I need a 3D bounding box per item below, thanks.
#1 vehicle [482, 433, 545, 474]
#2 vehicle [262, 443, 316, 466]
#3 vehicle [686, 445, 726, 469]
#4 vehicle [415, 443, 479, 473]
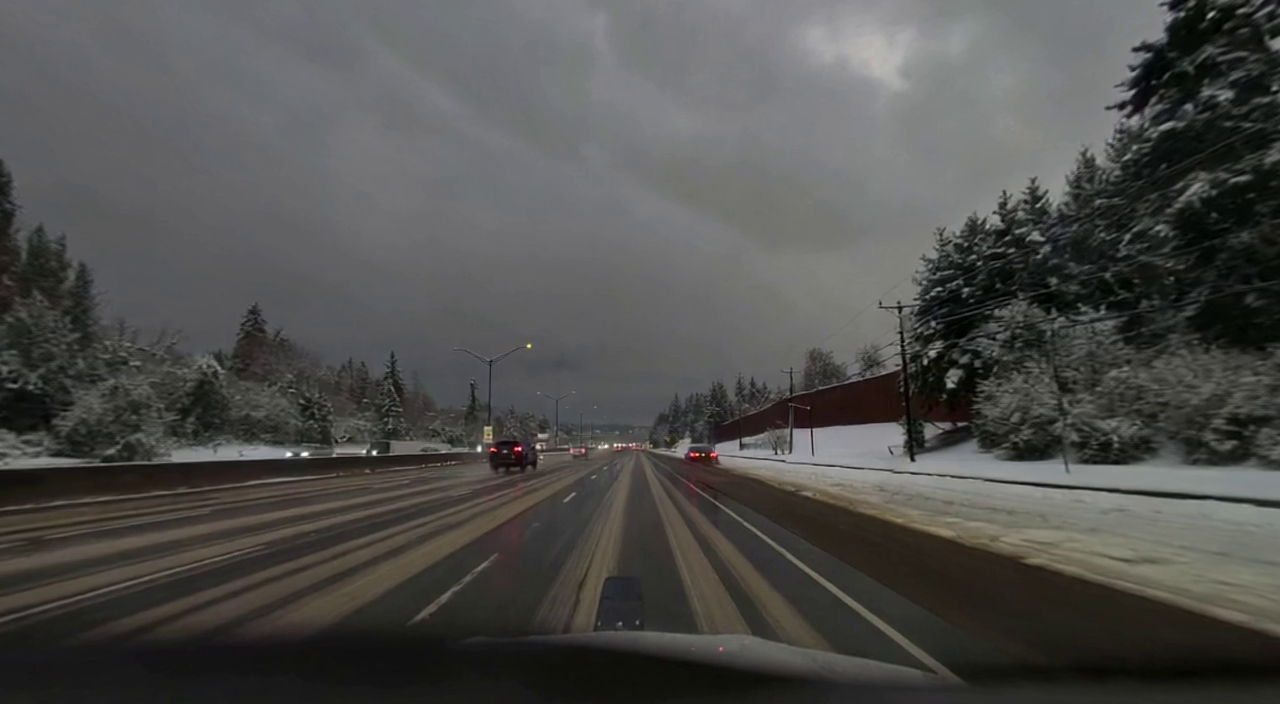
[{"bbox_3d":[-6.471,5.268,32.776,2.255,1.934,4.868,1,-9,0],"label":"vehicle"},{"bbox_3d":[-23.100,6.725,41.579,1.527,1.415,3.464,1,-9,0],"label":"vehicle"},{"bbox_3d":[4.484,7.226,43.386,2.251,1.520,4.550,1,-9,-1],"label":"vehicle"},{"bbox_3d":[-10.317,5.676,34.047,2.042,1.485,4.395,0,-9,0],"label":"vehicle"}]
